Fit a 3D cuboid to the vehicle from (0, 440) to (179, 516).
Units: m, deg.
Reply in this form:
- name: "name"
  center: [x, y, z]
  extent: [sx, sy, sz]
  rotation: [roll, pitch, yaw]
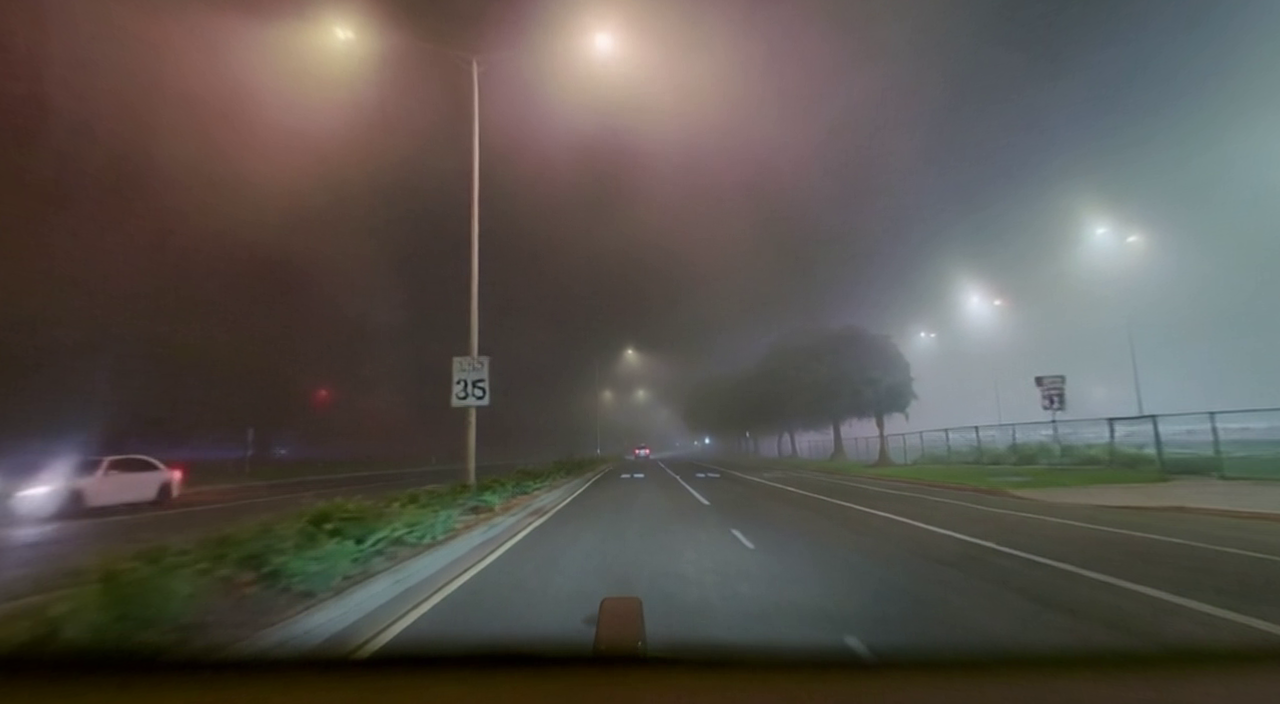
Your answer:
- name: "vehicle"
  center: [-16.531, 3.593, 18.499]
  extent: [2.511, 1.881, 4.658]
  rotation: [-2, -8, 0]
